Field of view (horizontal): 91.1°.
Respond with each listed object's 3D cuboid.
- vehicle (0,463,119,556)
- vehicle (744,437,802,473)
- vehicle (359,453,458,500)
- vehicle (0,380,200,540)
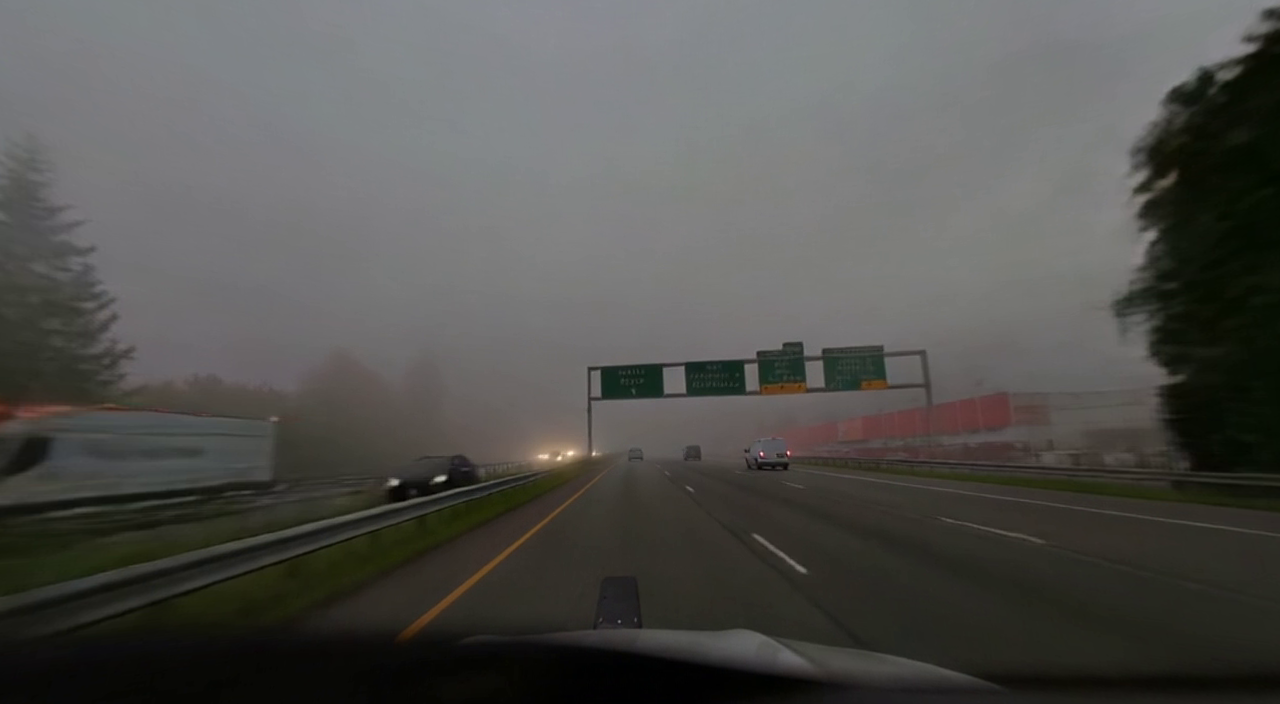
[{"bbox_3d":[-11.780,2.719,10.725,1.875,1.508,4.592,0,-9,-1],"label":"vehicle"},{"bbox_3d":[7.582,5.933,36.374,2.156,1.943,5.010,0,-9,-1],"label":"vehicle"},{"bbox_3d":[-8.297,4.468,22.973,1.966,1.472,4.414,0,-9,0],"label":"vehicle"},{"bbox_3d":[-15.813,2.896,17.301,2.948,3.616,5.901,0,-9,0],"label":"vehicle"}]
